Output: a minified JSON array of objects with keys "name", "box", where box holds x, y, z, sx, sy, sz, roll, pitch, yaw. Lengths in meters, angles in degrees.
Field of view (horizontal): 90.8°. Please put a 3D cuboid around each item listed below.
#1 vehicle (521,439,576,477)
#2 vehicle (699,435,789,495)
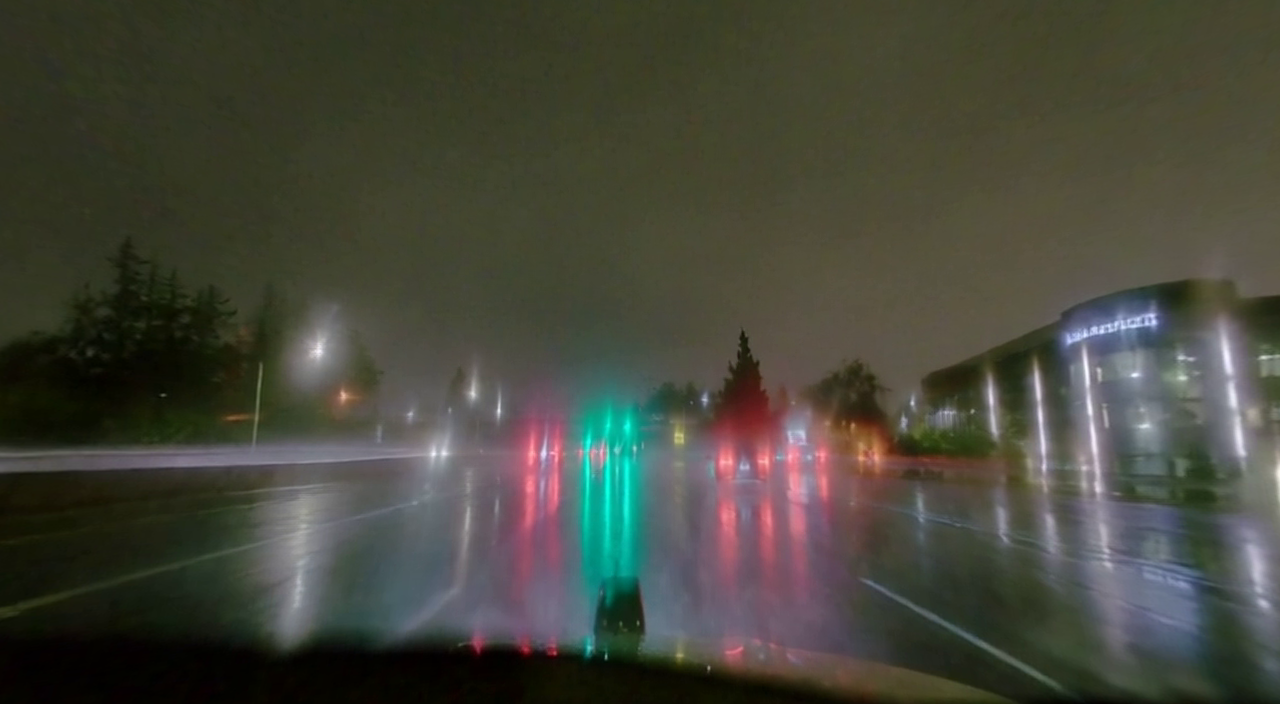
[{"name":"vehicle","box":[-4.578,5.390,32.406,2.176,1.779,4.755,0,-8,-1]},{"name":"vehicle","box":[3.142,3.496,19.974,1.997,1.686,4.247,0,-8,-2]}]
